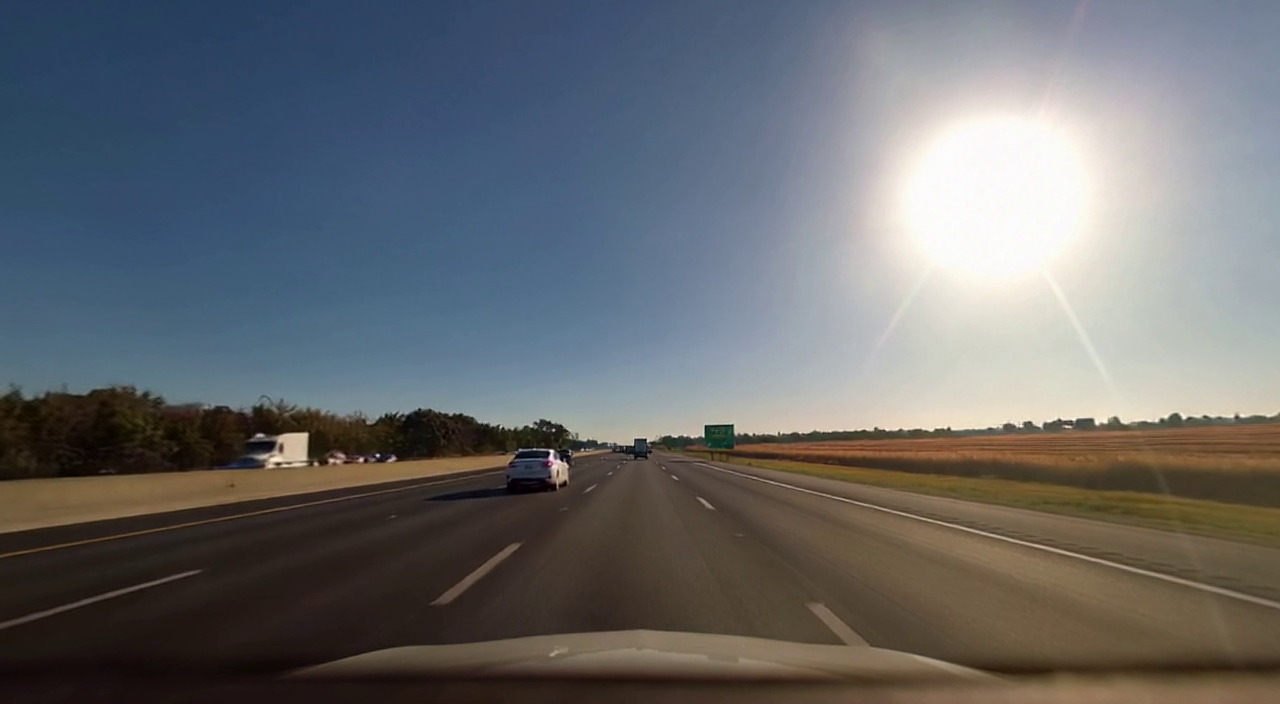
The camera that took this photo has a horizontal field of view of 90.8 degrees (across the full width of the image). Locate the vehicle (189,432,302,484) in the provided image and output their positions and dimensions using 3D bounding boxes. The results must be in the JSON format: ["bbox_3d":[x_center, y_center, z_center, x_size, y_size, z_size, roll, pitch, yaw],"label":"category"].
[{"bbox_3d":[-20.440,5.530,33.122,2.259,2.455,5.747,0,-9,-2],"label":"vehicle"}]

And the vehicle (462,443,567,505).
[{"bbox_3d":[-3.587,3.591,18.954,2.139,1.607,4.378,0,-9,1],"label":"vehicle"}]
